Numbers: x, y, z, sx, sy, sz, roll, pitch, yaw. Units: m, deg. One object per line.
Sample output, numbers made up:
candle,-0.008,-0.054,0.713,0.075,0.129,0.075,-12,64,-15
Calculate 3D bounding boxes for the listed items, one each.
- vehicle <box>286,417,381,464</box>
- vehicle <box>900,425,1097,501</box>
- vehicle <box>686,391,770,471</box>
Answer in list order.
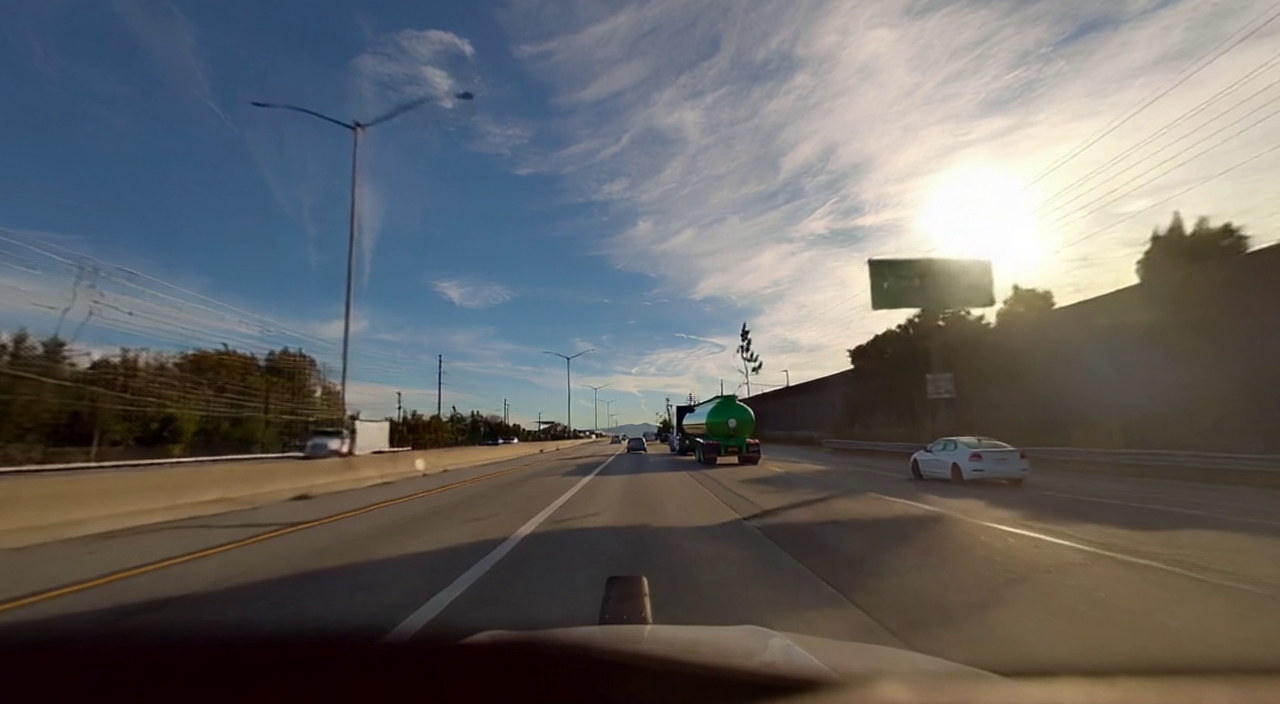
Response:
vehicle,-17.904,5.263,37.301,2.410,2.513,6.257,0,-8,1
vehicle,8.015,2.532,14.767,1.905,1.480,4.624,0,-8,0
vehicle,3.839,3.755,29.394,2.791,3.179,8.074,0,-8,0
